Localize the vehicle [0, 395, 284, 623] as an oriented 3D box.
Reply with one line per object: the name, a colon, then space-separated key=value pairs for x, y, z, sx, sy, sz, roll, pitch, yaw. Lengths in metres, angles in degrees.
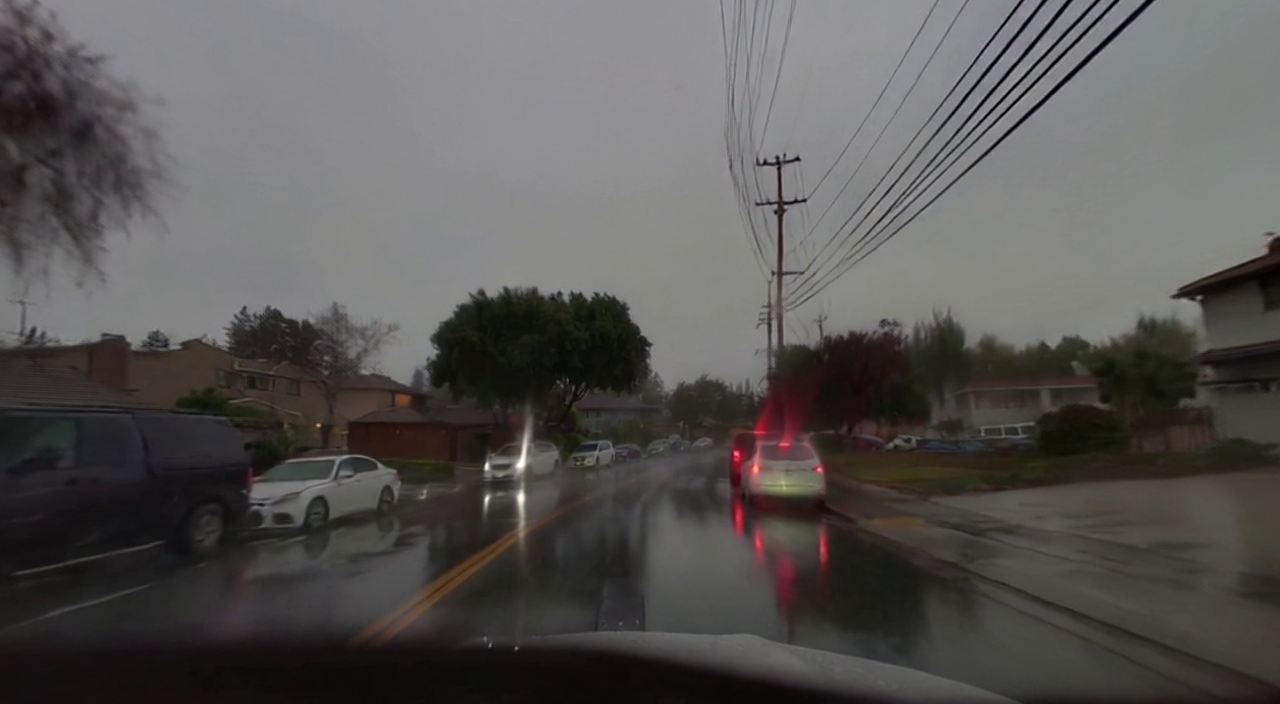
vehicle: x=-7.130 y=1.803 z=7.604 sx=2.250 sy=2.081 sz=6.553 roll=-3 pitch=-9 yaw=-3

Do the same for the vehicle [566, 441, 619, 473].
vehicle: x=-2.889 y=6.585 z=39.942 sx=2.192 sy=1.873 sz=4.985 roll=-1 pitch=-9 yaw=9

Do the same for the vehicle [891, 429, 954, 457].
vehicle: x=17.547 y=5.686 z=39.409 sx=2.079 sy=1.675 sz=3.855 roll=0 pitch=-9 yaw=-1

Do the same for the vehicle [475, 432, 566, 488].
vehicle: x=-5.063 y=4.725 z=27.575 sx=2.353 sy=2.037 sz=5.358 roll=-5 pitch=-11 yaw=6

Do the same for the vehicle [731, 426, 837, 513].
vehicle: x=3.420 y=2.874 z=16.004 sx=2.032 sy=1.810 sz=5.047 roll=-1 pitch=-9 yaw=6

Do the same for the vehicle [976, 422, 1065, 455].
vehicle: x=22.799 y=5.272 z=38.124 sx=2.253 sy=1.805 sz=4.842 roll=1 pitch=-9 yaw=-1
